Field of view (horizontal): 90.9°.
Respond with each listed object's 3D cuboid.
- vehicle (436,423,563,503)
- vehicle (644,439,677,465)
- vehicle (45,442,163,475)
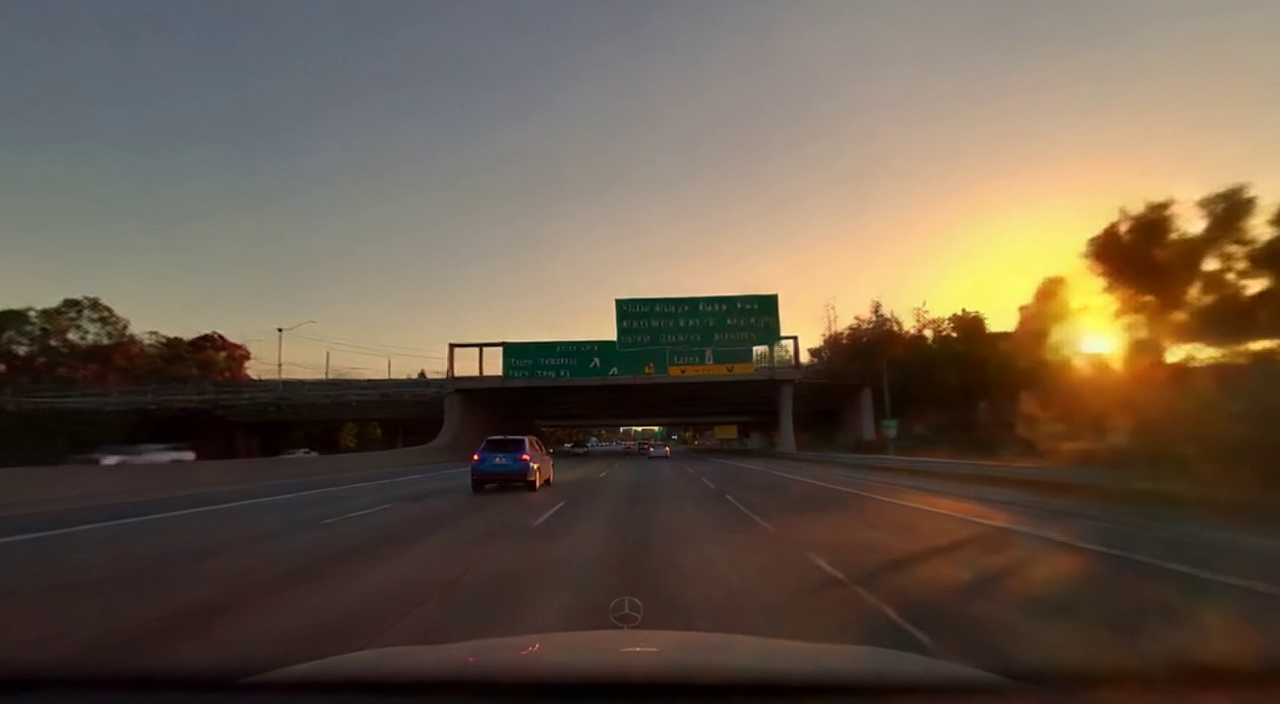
[{"bbox_3d":[-3.430,2.828,16.411,2.214,1.759,4.435,-1,-8,1],"label":"vehicle"},{"bbox_3d":[1.307,6.435,40.789,2.023,1.589,4.030,-1,-8,1],"label":"vehicle"},{"bbox_3d":[-26.282,5.214,31.155,1.857,1.493,4.452,-1,-9,0],"label":"vehicle"}]
